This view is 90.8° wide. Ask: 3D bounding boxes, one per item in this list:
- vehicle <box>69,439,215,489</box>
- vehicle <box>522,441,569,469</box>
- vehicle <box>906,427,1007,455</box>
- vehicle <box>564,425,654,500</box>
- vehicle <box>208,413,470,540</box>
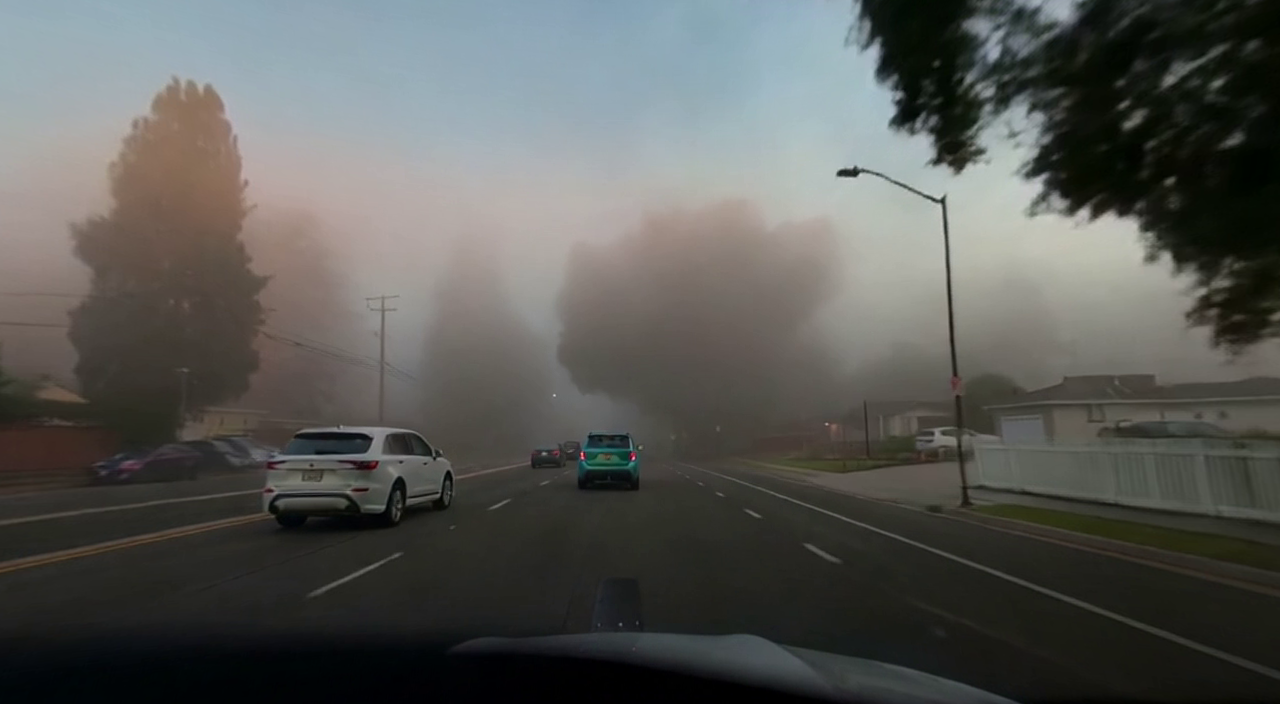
[{"bbox_3d":[-19.310,4.318,24.829,1.971,1.759,4.631,0,-8,-1],"label":"vehicle"},{"bbox_3d":[-5.376,5.903,36.564,2.014,1.493,4.658,0,-8,0],"label":"vehicle"},{"bbox_3d":[17.259,4.878,34.615,4.500,1.442,1.930,0,-8,3],"label":"vehicle"},{"bbox_3d":[-0.770,2.941,17.191,2.131,1.761,4.242,0,-8,-1],"label":"vehicle"},{"bbox_3d":[-4.761,2.035,11.037,2.243,1.722,4.621,0,-8,0],"label":"vehicle"}]
